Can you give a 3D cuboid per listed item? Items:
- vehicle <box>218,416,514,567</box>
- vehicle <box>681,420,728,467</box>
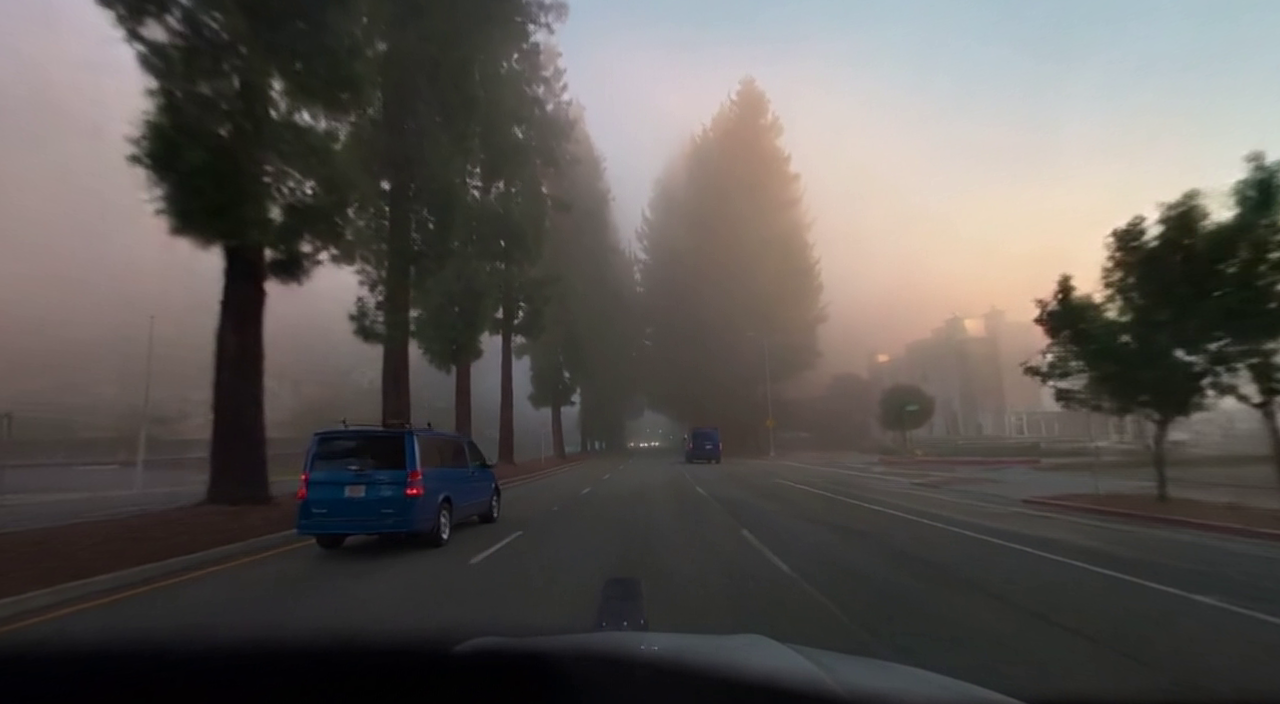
[{"bbox_3d":[-3.411,1.842,9.103,2.129,1.602,4.532,0,-9,1],"label":"vehicle"},{"bbox_3d":[3.896,5.723,39.364,2.349,2.671,5.744,0,-9,0],"label":"vehicle"}]
